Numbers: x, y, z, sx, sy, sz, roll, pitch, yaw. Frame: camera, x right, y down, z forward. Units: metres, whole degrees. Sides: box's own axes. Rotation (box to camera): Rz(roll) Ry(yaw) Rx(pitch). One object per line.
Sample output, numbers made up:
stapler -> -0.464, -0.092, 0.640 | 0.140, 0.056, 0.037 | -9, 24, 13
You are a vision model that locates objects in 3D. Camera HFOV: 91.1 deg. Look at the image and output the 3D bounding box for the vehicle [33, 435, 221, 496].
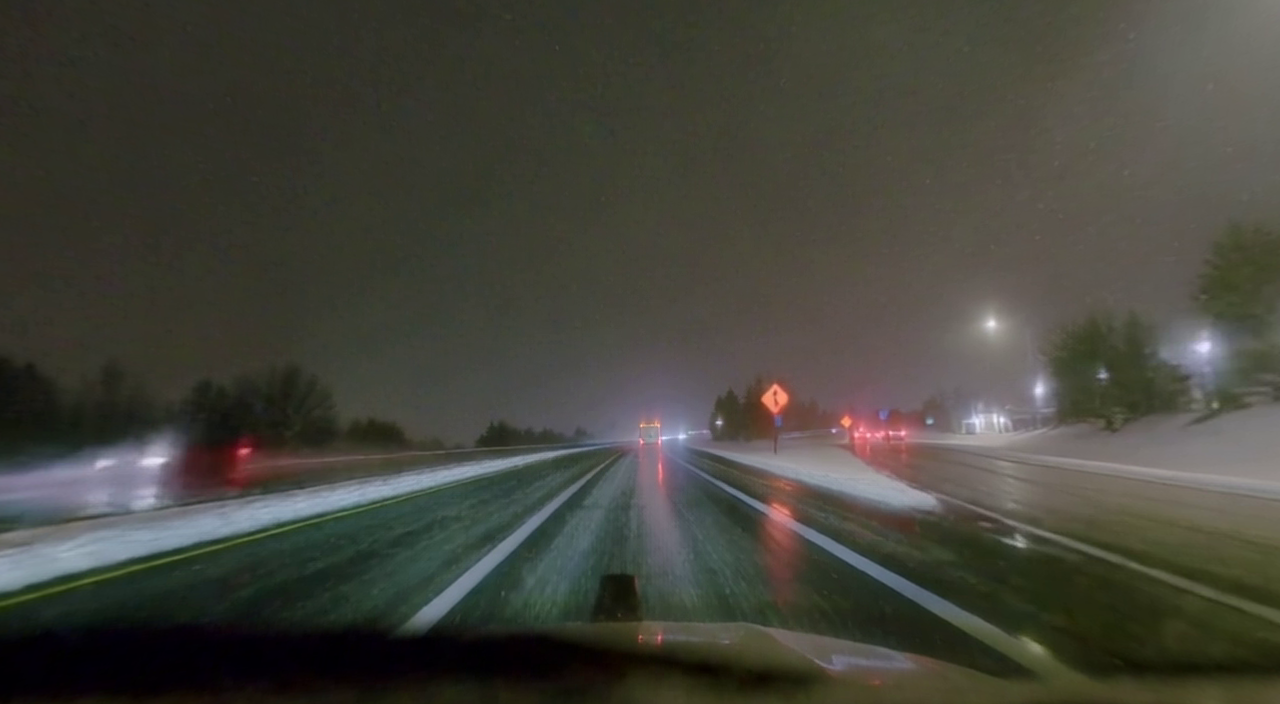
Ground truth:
vehicle -> -14.082, 3.103, 17.624 | 1.828, 1.495, 4.024 | 0, -8, 0
